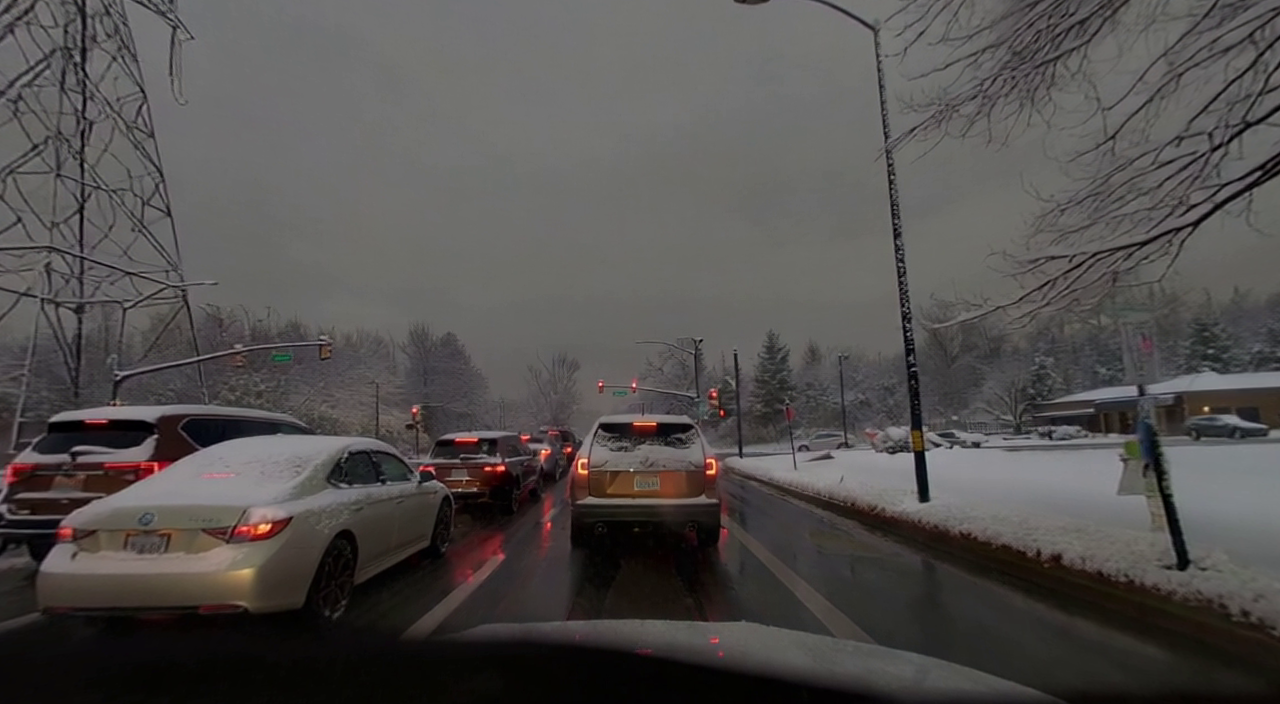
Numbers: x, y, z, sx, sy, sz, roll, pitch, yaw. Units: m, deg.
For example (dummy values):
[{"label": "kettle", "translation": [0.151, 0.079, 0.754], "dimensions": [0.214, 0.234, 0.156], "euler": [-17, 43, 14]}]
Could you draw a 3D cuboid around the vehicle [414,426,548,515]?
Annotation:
[{"label": "vehicle", "translation": [-3.258, 2.500, 13.768], "dimensions": [1.997, 1.636, 3.760], "euler": [0, -8, -1]}]

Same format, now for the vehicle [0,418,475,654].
[{"label": "vehicle", "translation": [-3.183, 1.494, 6.301], "dimensions": [1.973, 1.469, 4.448], "euler": [0, -8, -1]}]

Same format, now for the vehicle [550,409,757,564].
[{"label": "vehicle", "translation": [0.093, 1.767, 9.044], "dimensions": [2.239, 1.661, 4.224], "euler": [0, -8, -2]}]

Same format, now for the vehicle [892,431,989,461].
[{"label": "vehicle", "translation": [15.084, 4.746, 31.833], "dimensions": [3.858, 1.437, 1.899], "euler": [0, -8, -5]}]
